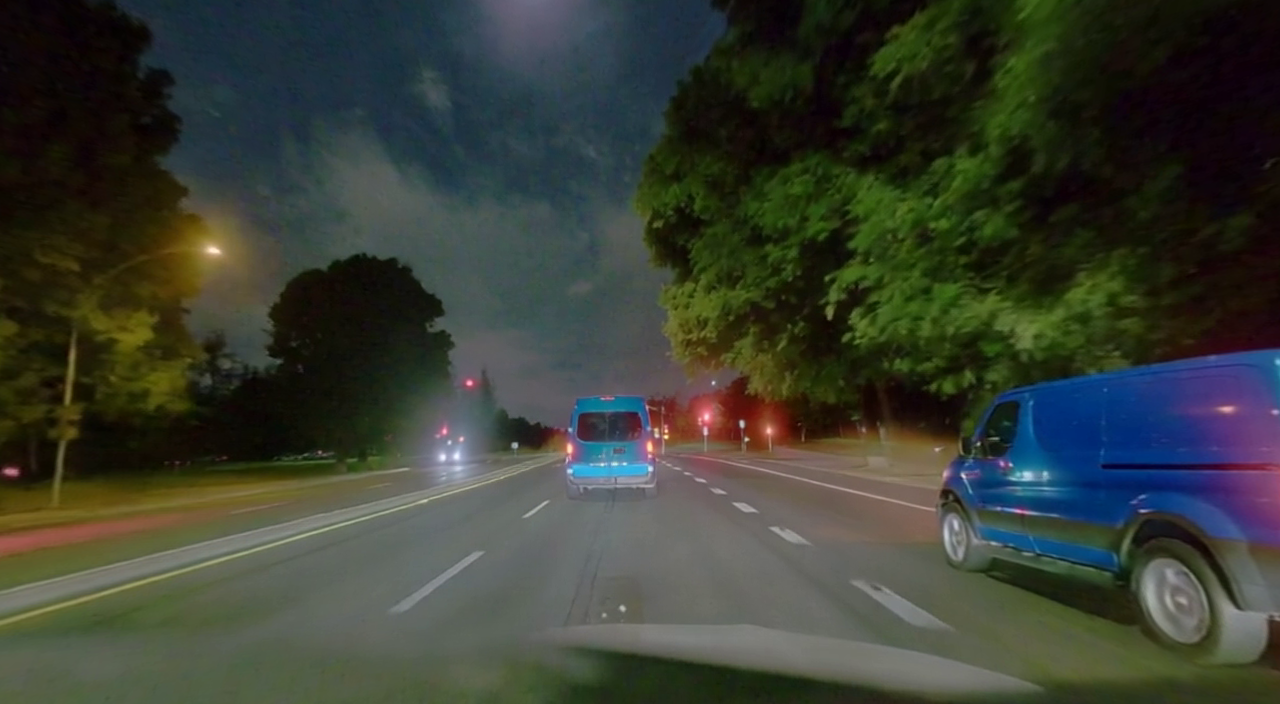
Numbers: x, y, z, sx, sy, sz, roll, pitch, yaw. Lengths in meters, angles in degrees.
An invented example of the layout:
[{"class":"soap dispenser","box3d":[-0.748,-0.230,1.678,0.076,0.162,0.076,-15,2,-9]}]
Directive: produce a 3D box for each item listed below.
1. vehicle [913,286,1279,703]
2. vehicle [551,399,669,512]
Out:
[{"class":"vehicle","box3d":[3.724,0.904,4.220,1.988,1.873,3.968,0,-9,0]},{"class":"vehicle","box3d":[-0.539,2.223,13.736,2.145,2.046,4.309,0,-9,0]}]
